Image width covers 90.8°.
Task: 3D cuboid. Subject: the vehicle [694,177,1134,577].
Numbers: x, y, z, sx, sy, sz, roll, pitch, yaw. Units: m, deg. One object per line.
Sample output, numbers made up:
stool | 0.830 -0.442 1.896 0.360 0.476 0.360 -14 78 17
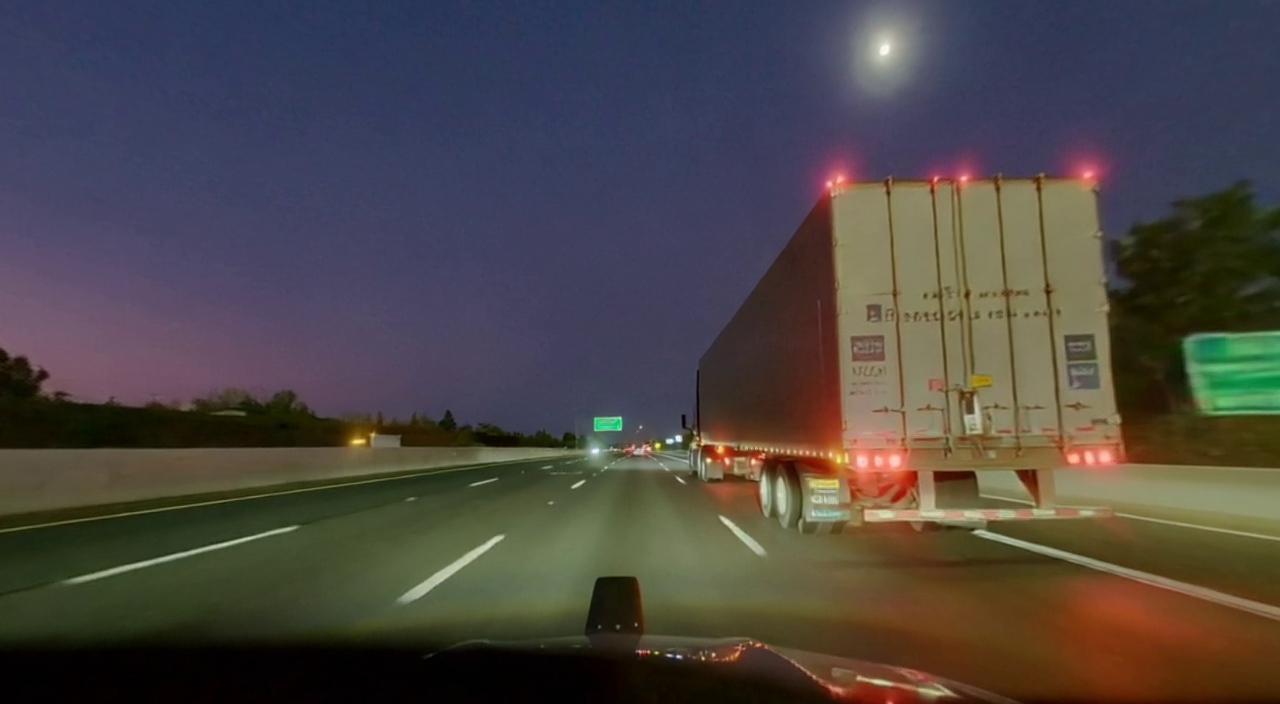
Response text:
vehicle | 3.424 1.395 14.646 2.743 4.160 16.408 0 -9 -1
